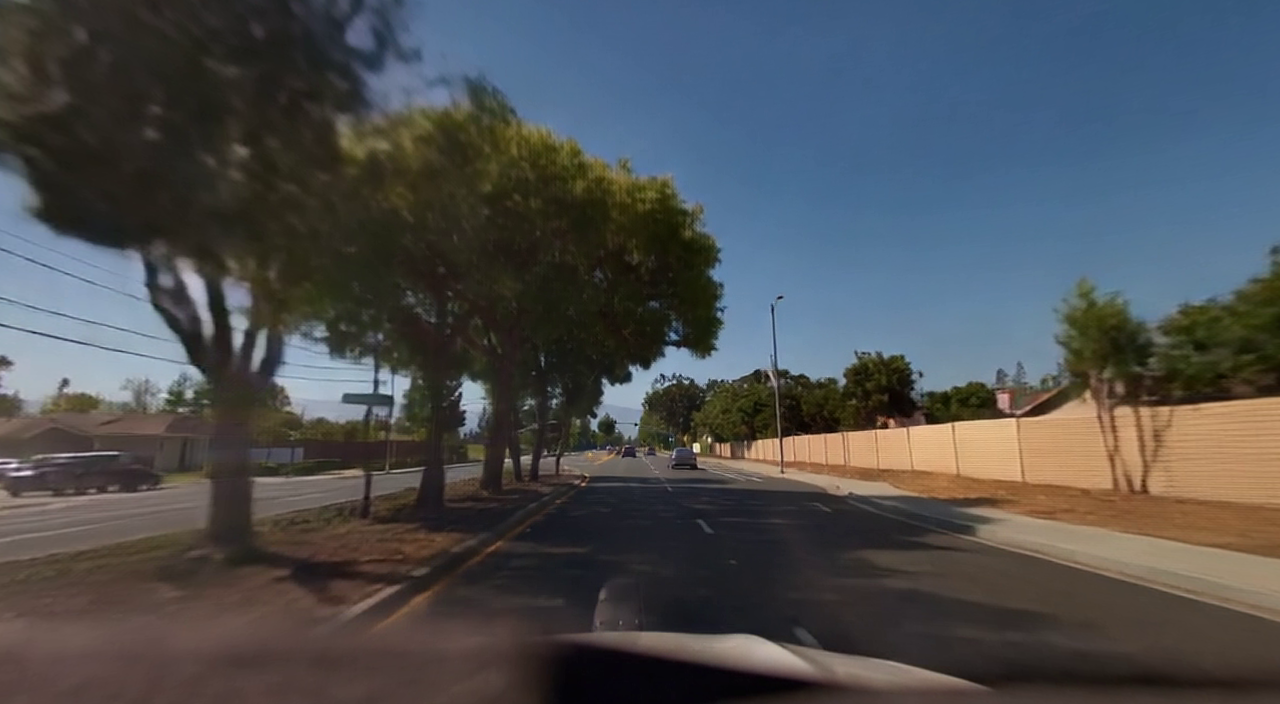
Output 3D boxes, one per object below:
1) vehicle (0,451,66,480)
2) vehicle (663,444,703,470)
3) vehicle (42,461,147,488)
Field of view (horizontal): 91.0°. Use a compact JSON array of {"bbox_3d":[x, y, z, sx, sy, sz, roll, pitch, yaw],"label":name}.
[{"bbox_3d":[-42.715,7.821,43.312,2.040,1.792,4.780,-4,-7,-1],"label":"vehicle"},{"bbox_3d":[2.561,6.392,38.385,2.105,1.490,4.008,0,-9,-1],"label":"vehicle"},{"bbox_3d":[-32.279,7.233,37.348,4.384,1.463,1.969,0,-9,0],"label":"vehicle"}]
